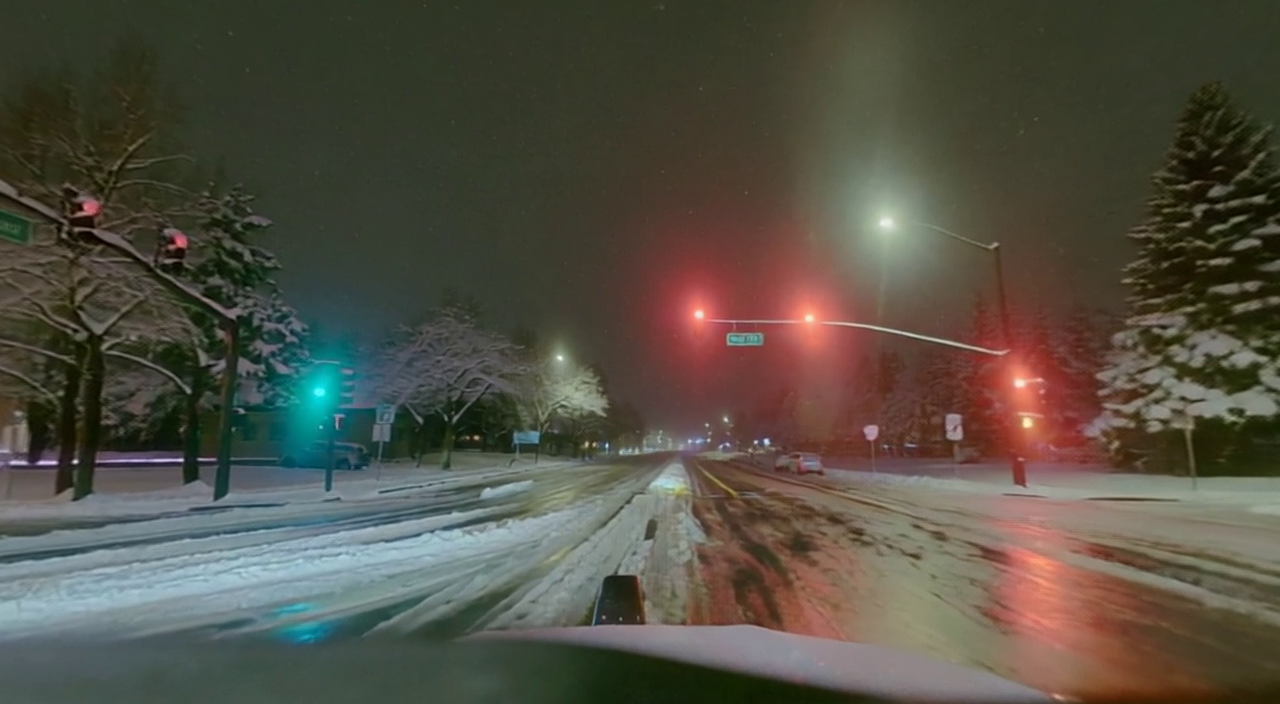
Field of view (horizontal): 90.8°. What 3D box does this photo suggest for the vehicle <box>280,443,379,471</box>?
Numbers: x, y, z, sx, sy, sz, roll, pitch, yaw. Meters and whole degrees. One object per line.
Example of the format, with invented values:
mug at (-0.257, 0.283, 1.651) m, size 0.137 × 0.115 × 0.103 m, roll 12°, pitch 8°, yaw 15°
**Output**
vehicle at (-18.123, 6.131, 37.052) m, size 4.765 × 1.593 × 1.891 m, roll 0°, pitch -9°, yaw -1°
